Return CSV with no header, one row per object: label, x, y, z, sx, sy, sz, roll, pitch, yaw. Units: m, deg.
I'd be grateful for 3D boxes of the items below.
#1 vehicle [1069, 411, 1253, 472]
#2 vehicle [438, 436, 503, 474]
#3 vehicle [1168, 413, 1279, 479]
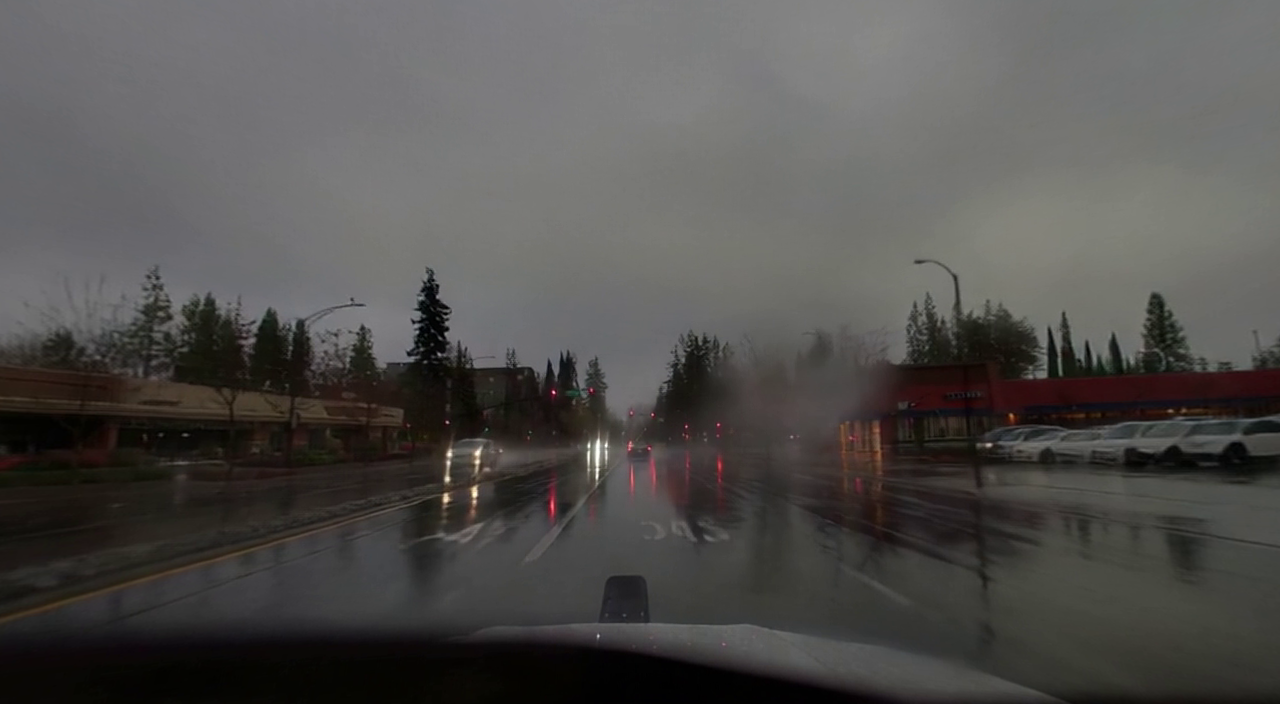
vehicle,16.901,2.947,20.672,3.928,1.661,2.249,-3,-9,-1
vehicle,-8.676,5.293,32.714,2.149,1.793,4.468,0,-8,-1
vehicle,18.031,2.542,17.734,4.904,1.577,1.863,-3,-8,-8
